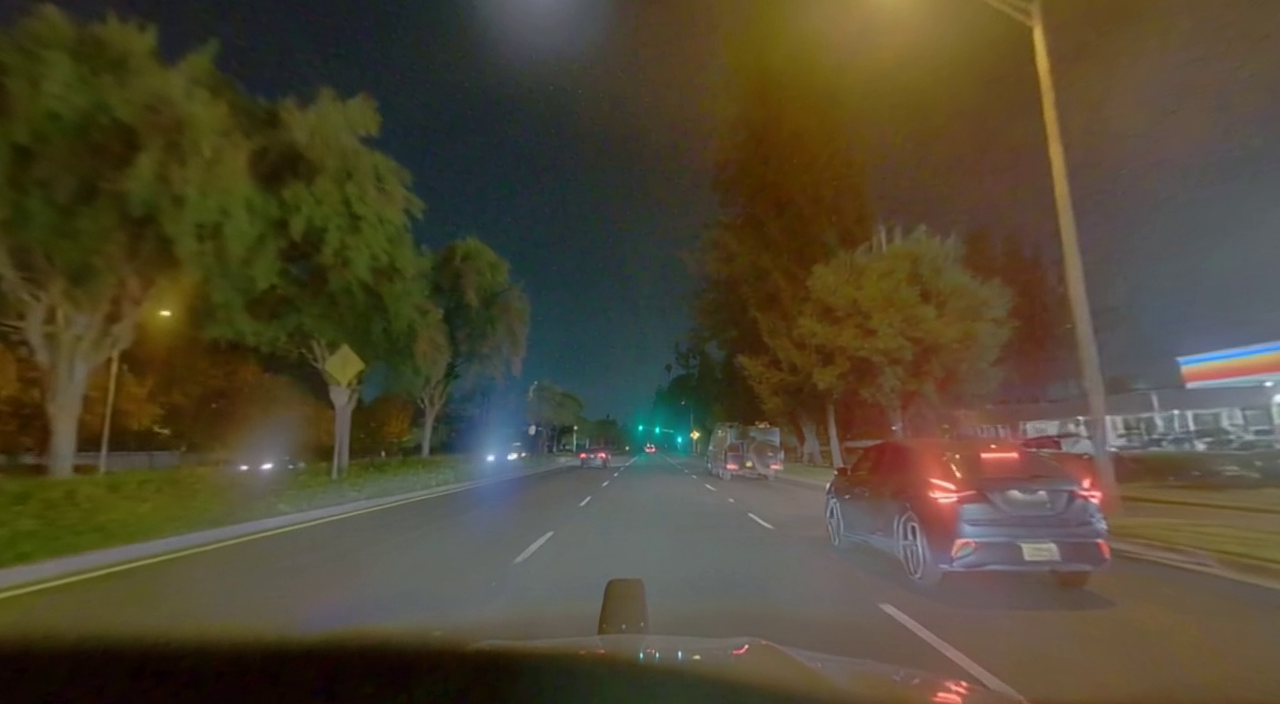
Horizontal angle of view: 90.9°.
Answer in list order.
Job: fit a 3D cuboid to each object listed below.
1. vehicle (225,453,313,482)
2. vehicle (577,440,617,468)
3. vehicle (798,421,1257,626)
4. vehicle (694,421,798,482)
[{"bbox_3d":[-20.926,6.523,35.817,2.222,1.472,4.563,0,-8,1],"label":"vehicle"},{"bbox_3d":[-2.778,6.770,42.024,2.250,1.713,4.422,0,-8,2],"label":"vehicle"},{"bbox_3d":[3.410,1.593,6.981,2.095,1.475,4.686,0,-8,0],"label":"vehicle"},{"bbox_3d":[4.176,4.127,26.388,3.245,2.199,6.295,0,-8,0],"label":"vehicle"}]
